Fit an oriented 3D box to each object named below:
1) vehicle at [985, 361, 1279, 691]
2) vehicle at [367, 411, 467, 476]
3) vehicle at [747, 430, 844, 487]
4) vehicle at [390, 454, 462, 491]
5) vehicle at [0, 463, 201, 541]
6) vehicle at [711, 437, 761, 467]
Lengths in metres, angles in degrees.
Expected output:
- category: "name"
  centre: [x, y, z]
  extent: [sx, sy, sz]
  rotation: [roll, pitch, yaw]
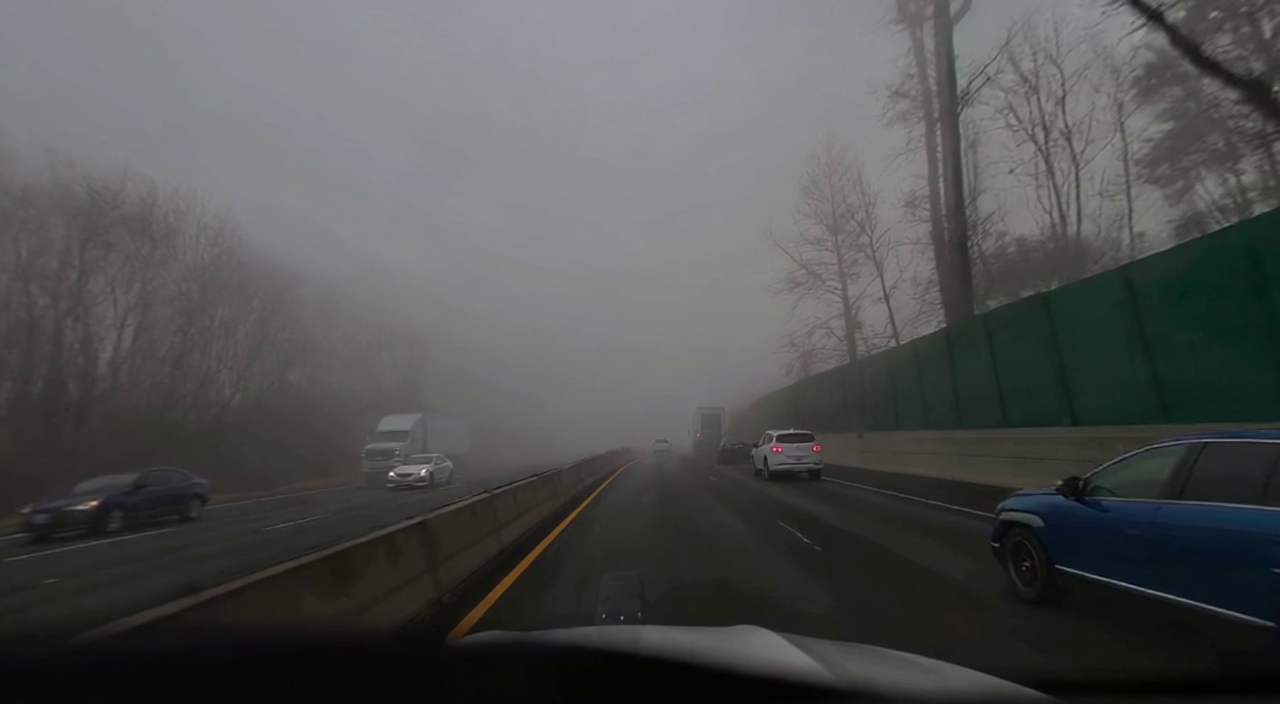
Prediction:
- category: "vehicle"
  centre: [4.347, 0.966, 3.706]
  extent: [2.110, 1.684, 4.390]
  rotation: [0, -8, 0]
- category: "vehicle"
  centre: [-14.140, 5.943, 41.033]
  extent: [2.992, 3.720, 9.676]
  rotation: [0, -8, -1]
- category: "vehicle"
  centre: [4.624, 3.217, 19.361]
  extent: [1.940, 1.539, 4.005]
  rotation: [0, -8, 0]
- category: "vehicle"
  centre: [-9.577, 5.421, 28.569]
  extent: [1.804, 1.447, 4.181]
  rotation: [0, -8, -1]
- category: "vehicle"
  centre: [-13.261, 3.604, 15.661]
  extent: [1.884, 1.506, 3.990]
  rotation: [1, -8, -2]
- category: "vehicle"
  centre: [5.017, 5.281, 33.565]
  extent: [2.000, 1.473, 4.440]
  rotation: [0, -8, 0]
